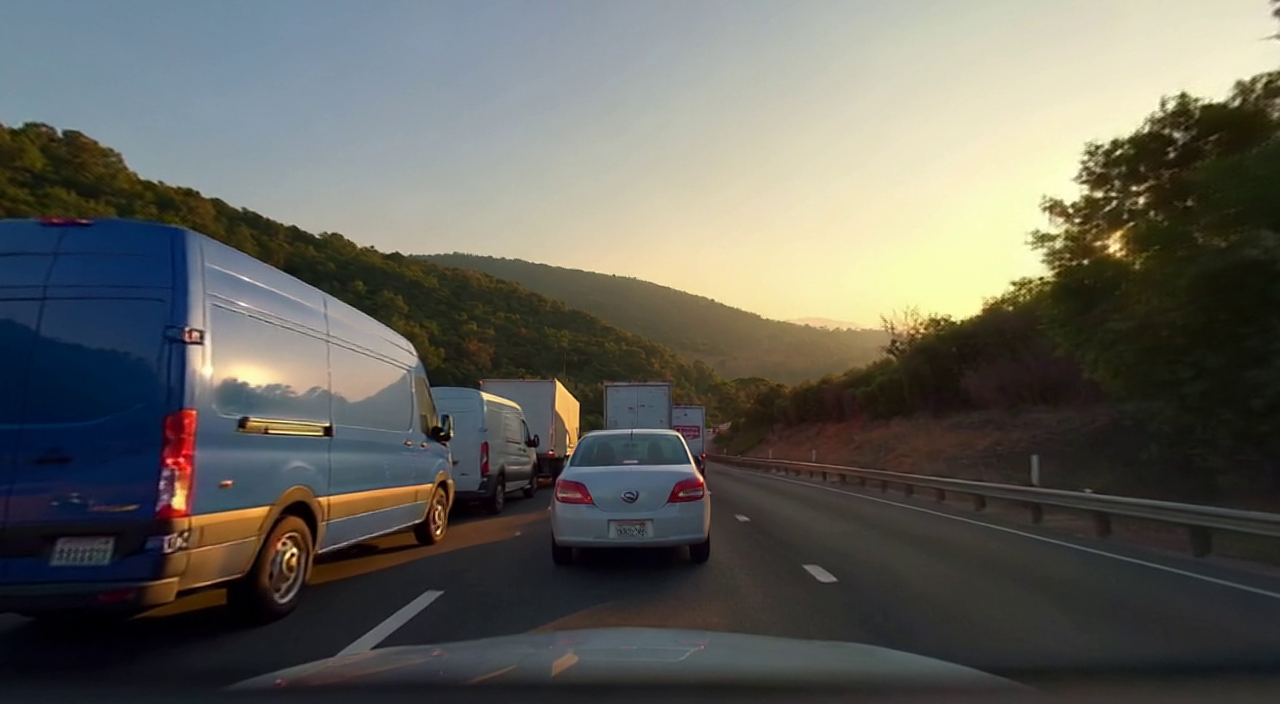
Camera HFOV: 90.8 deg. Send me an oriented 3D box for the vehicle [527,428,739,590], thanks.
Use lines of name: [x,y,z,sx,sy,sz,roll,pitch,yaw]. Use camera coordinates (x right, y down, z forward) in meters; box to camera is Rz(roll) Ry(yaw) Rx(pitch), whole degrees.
vehicle: [-0.094,1.748,7.715,1.995,1.495,3.380,0,-9,-1]

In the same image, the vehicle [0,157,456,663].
vehicle: [-4.045,0.758,6.871,2.254,2.879,6.656,0,-9,-2]
